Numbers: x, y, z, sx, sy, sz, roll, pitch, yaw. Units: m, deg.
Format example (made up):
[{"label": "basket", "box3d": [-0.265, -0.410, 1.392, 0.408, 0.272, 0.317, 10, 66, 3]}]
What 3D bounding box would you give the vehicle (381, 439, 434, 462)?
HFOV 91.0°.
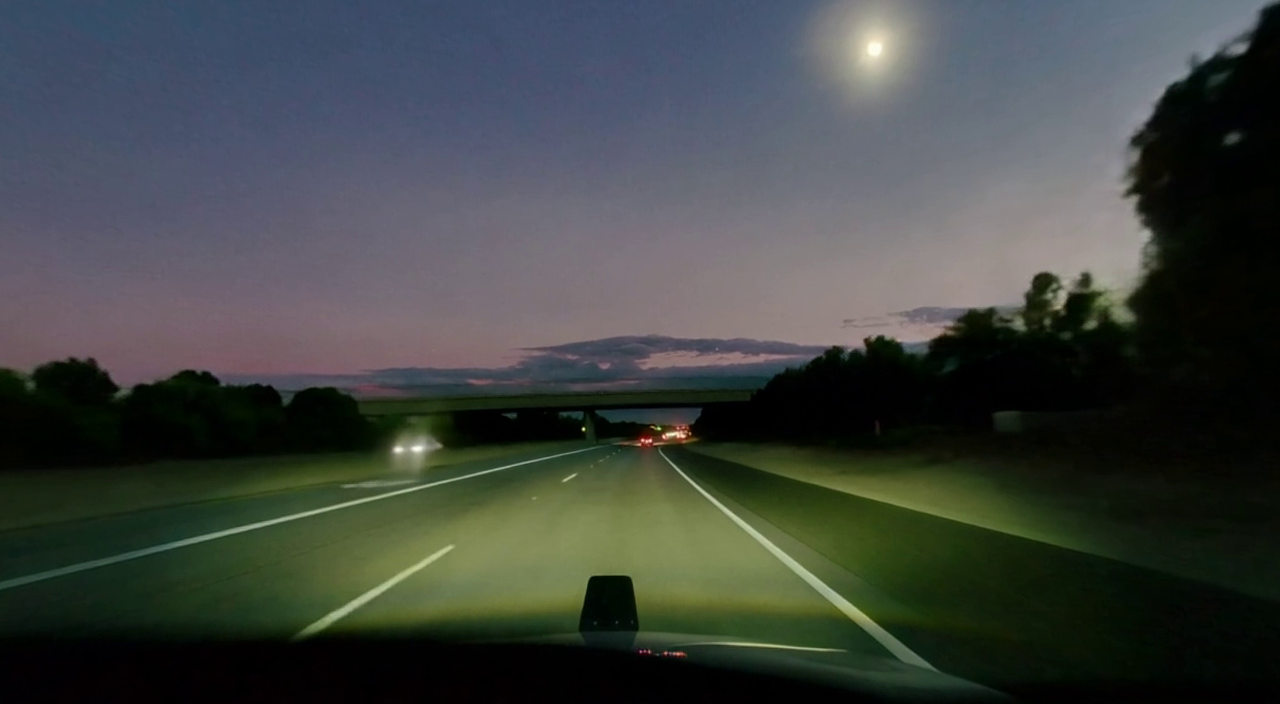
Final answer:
[{"label": "vehicle", "box3d": [-15.913, 6.718, 43.252, 1.838, 1.467, 4.576, -1, -8, 1]}]
